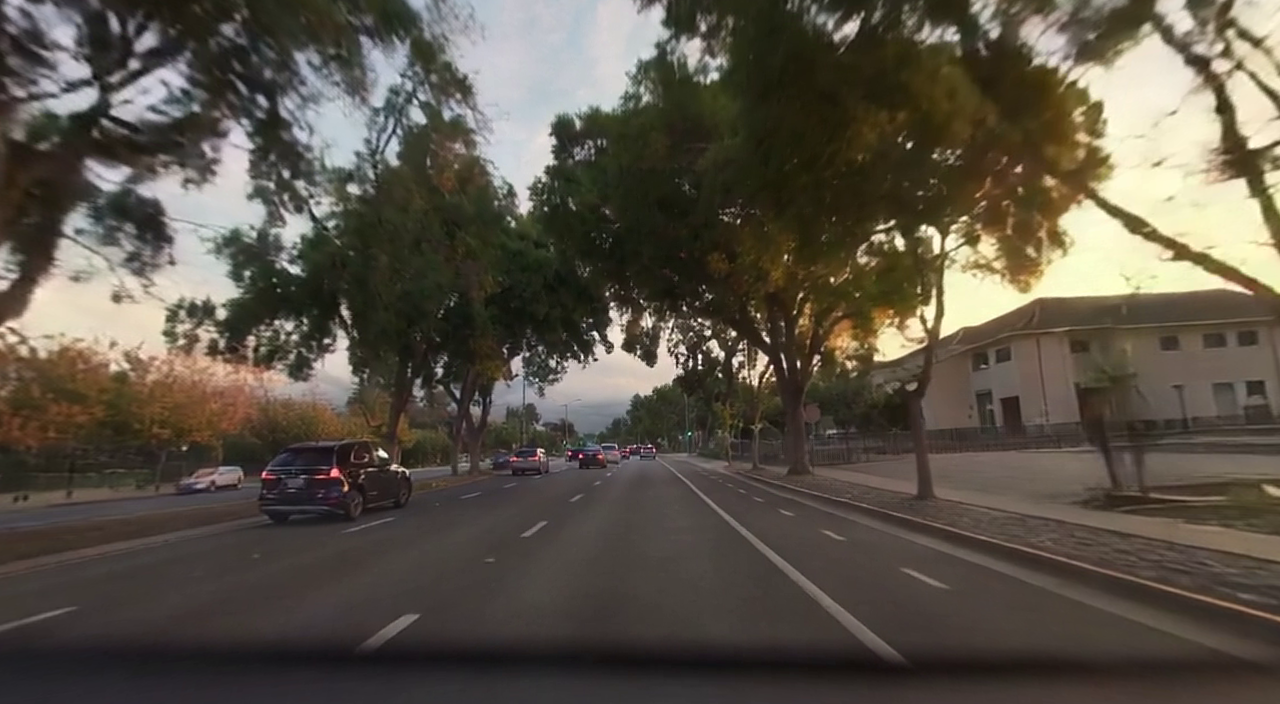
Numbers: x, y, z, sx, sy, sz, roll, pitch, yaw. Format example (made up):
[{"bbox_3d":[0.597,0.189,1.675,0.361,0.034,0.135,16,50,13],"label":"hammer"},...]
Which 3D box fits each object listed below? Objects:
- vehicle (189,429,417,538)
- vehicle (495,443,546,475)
[{"bbox_3d":[-6.310,2.491,12.571,2.123,1.761,4.322,0,-9,0],"label":"vehicle"},{"bbox_3d":[-6.689,6.035,35.753,1.985,1.708,4.310,0,-9,0],"label":"vehicle"}]
